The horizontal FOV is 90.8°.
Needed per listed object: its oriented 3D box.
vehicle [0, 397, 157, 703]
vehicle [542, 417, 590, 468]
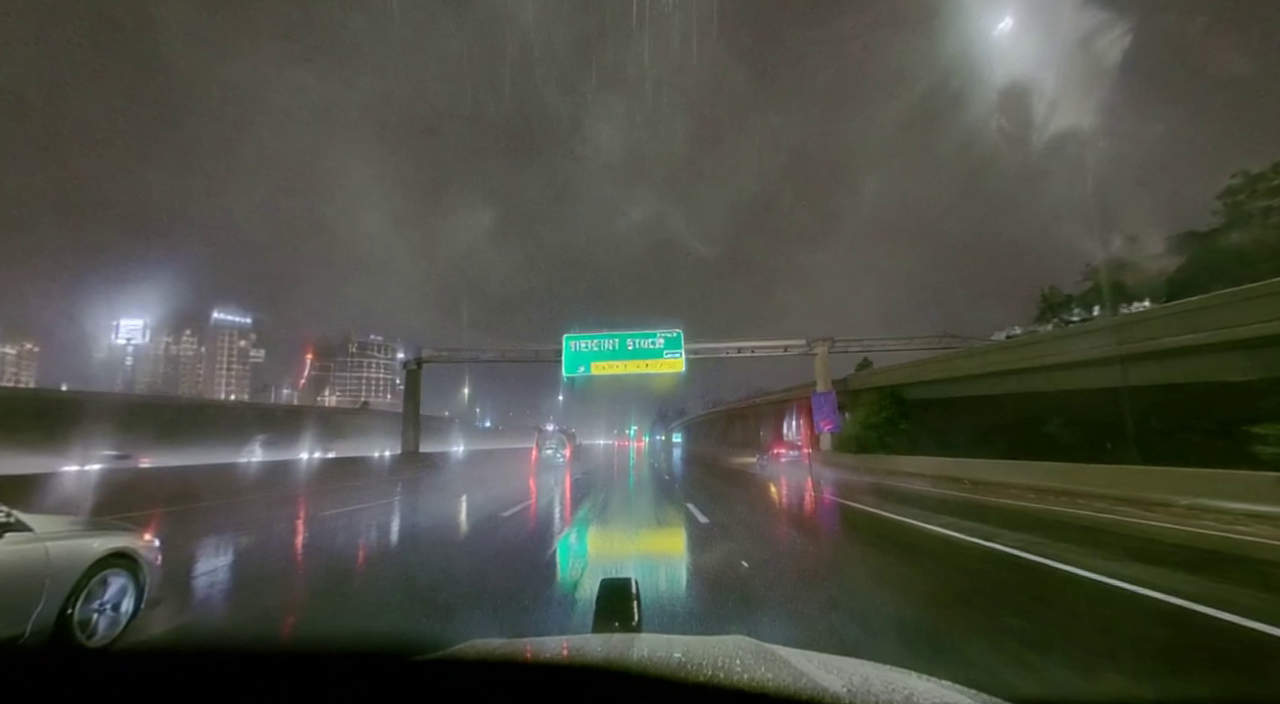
[{"bbox_3d":[-4.112,0.801,1.692,2.025,1.556,4.594,0,-8,-1],"label":"vehicle"},{"bbox_3d":[-4.636,5.819,40.495,2.364,2.953,6.732,0,-8,-1],"label":"vehicle"}]
